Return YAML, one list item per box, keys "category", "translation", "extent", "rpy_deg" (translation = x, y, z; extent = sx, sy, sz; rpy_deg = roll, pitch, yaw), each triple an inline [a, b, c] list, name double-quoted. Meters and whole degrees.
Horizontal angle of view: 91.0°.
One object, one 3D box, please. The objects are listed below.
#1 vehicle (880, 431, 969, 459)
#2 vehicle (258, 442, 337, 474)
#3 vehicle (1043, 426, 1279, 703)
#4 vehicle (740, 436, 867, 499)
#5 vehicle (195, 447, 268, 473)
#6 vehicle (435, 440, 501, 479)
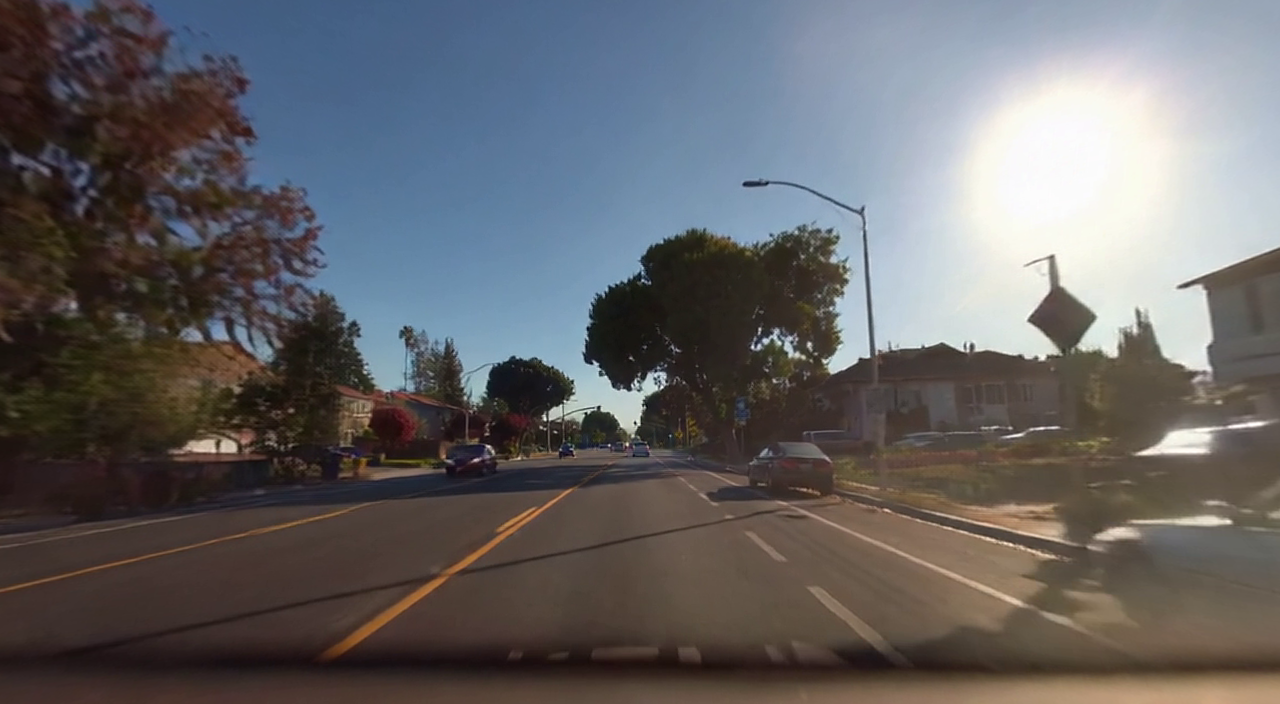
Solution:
- category: "vehicle"
  translation: [16.660, 5.451, 36.949]
  extent: [4.315, 1.410, 1.838]
  rpy_deg: [-2, -7, -3]
- category: "vehicle"
  translation: [-22.198, 6.845, 40.850]
  extent: [4.052, 1.641, 1.939]
  rpy_deg: [-5, -7, -2]
- category: "vehicle"
  translation: [4.280, 1.037, 2.635]
  extent: [1.968, 1.482, 4.991]
  rpy_deg: [0, -8, 1]
- category: "vehicle"
  translation: [4.496, 3.274, 18.458]
  extent: [2.154, 1.550, 5.785]
  rpy_deg: [0, -8, 0]
- category: "vehicle"
  translation: [-26.516, 7.012, 40.957]
  extent: [3.527, 1.415, 1.748]
  rpy_deg: [-2, -7, -5]
- category: "vehicle"
  translation: [-7.783, 4.875, 28.860]
  extent: [1.867, 1.603, 3.983]
  rpy_deg: [0, -8, 1]
